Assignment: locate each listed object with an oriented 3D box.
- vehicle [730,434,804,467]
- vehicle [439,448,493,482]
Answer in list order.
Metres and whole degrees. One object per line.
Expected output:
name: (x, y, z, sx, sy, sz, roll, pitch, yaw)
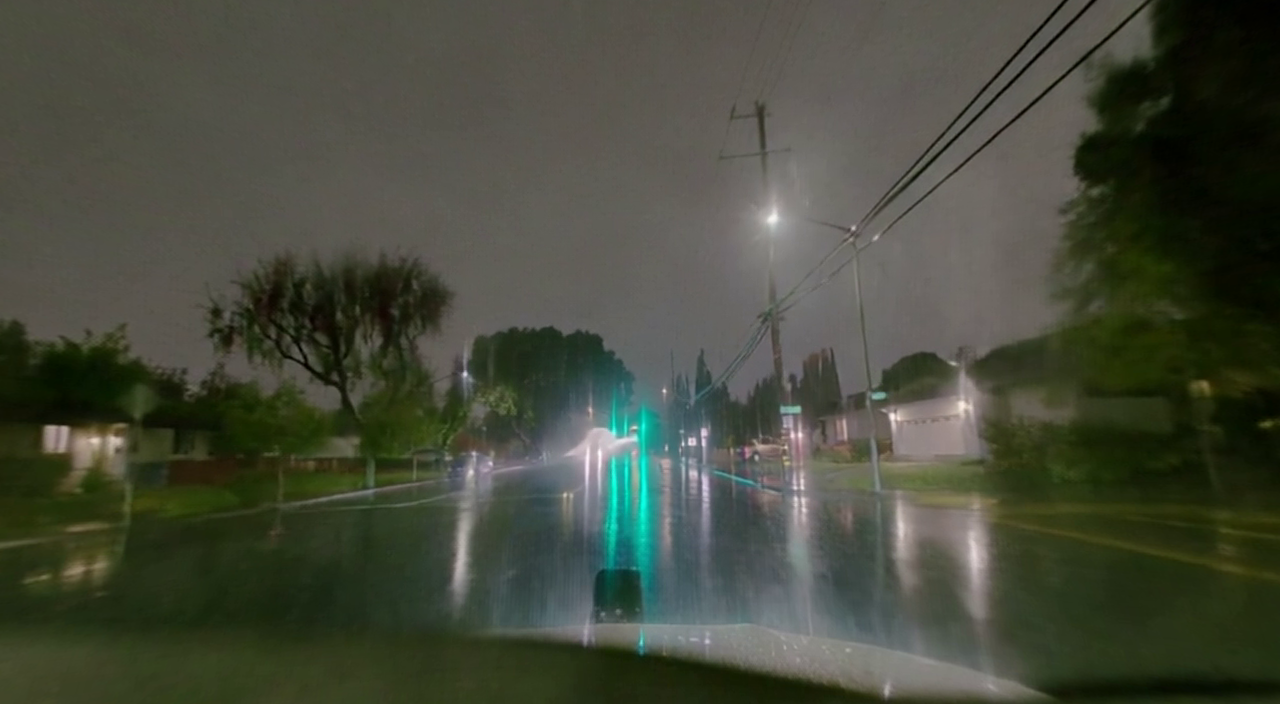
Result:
vehicle: (9.941, 7.645, 49.353, 5.565, 2.036, 1.907, -1, -5, -26)
vehicle: (-10.999, 7.137, 40.306, 2.024, 1.795, 5.054, -6, -9, -2)
